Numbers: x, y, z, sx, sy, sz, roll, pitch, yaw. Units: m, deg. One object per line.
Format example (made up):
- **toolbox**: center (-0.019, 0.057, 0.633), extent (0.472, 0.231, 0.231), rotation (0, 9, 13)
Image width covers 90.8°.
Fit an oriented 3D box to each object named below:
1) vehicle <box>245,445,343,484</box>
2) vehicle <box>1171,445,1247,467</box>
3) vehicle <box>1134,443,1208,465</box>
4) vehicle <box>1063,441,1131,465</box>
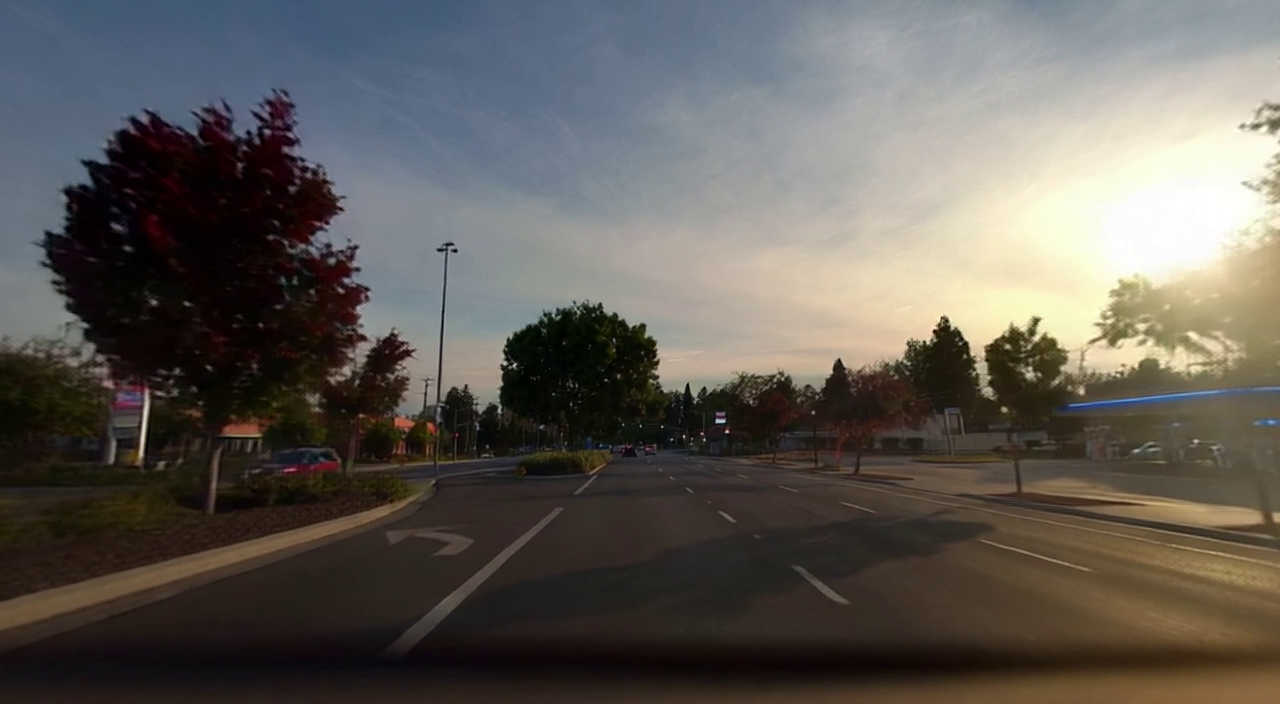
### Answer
- **vehicle**: center (-15.652, 5.065, 28.897), extent (1.916, 1.620, 4.408), rotation (0, -8, 1)
- **vehicle**: center (38.934, 7.117, 43.354), extent (1.653, 1.421, 3.632), rotation (0, -9, -4)
- **vehicle**: center (36.631, 7.020, 43.685), extent (1.665, 1.442, 3.759), rotation (0, -8, -4)
- **vehicle**: center (30.967, 6.884, 42.944), extent (1.591, 1.491, 4.005), rotation (-2, -9, 1)
